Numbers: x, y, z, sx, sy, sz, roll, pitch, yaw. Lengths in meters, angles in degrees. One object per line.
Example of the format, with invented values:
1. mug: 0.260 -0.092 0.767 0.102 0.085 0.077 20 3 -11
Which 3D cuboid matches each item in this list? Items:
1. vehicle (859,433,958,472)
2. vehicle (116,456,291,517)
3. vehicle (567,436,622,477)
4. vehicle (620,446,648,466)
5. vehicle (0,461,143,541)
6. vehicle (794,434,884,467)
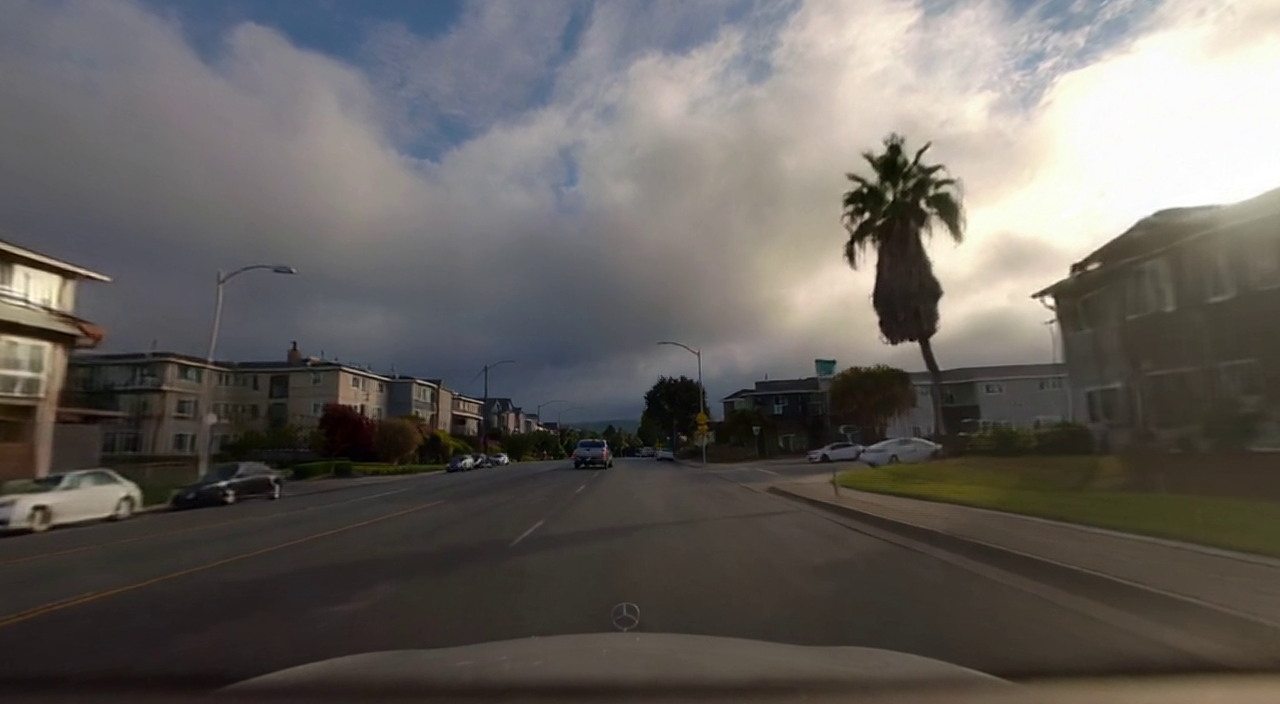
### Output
1. vehicle: 12.485 4.698 29.409 3.778 1.744 1.804 1 -9 -5
2. vehicle: -14.263 4.383 21.116 1.939 1.512 5.641 -4 -8 -1
3. vehicle: -2.100 5.028 30.542 1.994 1.810 5.057 0 -9 3
4. vehicle: -0.478 8.146 49.544 2.077 1.504 3.992 0 -9 0
5. vehicle: -14.105 3.436 14.873 1.784 1.499 3.854 -2 -8 -4
6. vehicle: 12.467 6.202 39.656 4.873 1.624 1.924 -4 -9 -1
